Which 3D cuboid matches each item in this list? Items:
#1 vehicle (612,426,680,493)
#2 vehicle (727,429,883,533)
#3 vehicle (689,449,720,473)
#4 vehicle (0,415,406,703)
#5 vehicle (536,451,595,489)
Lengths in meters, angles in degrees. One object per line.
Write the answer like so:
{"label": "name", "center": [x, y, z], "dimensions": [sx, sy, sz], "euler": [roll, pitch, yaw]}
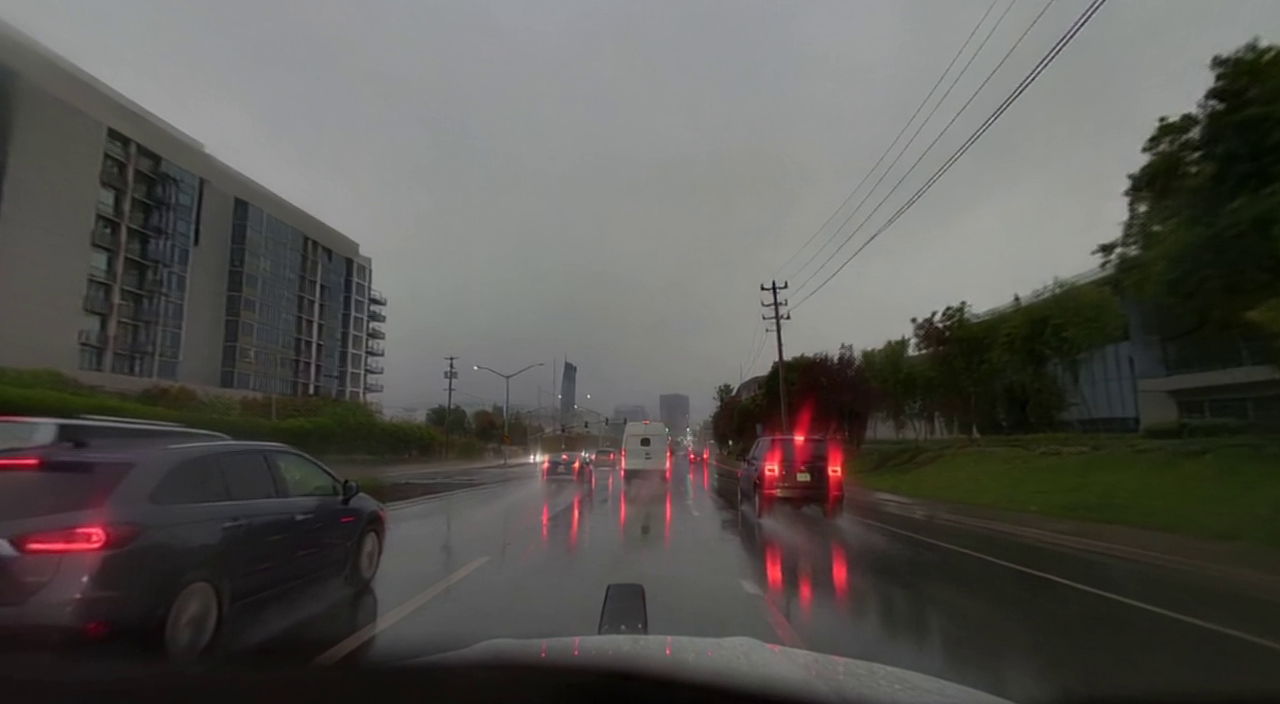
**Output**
{"label": "vehicle", "center": [0.366, 4.336, 25.662], "dimensions": [2.457, 2.440, 5.486], "euler": [-1, -9, 3]}
{"label": "vehicle", "center": [3.382, 2.751, 13.999], "dimensions": [2.283, 1.923, 4.427], "euler": [0, -9, 0]}
{"label": "vehicle", "center": [4.844, 8.291, 47.855], "dimensions": [2.092, 1.696, 4.218], "euler": [0, -9, 2]}
{"label": "vehicle", "center": [-3.602, 1.432, 5.048], "dimensions": [1.934, 1.643, 3.718], "euler": [0, -9, 1]}
{"label": "vehicle", "center": [-3.263, 5.284, 28.502], "dimensions": [1.984, 1.567, 4.311], "euler": [0, -9, 2]}
